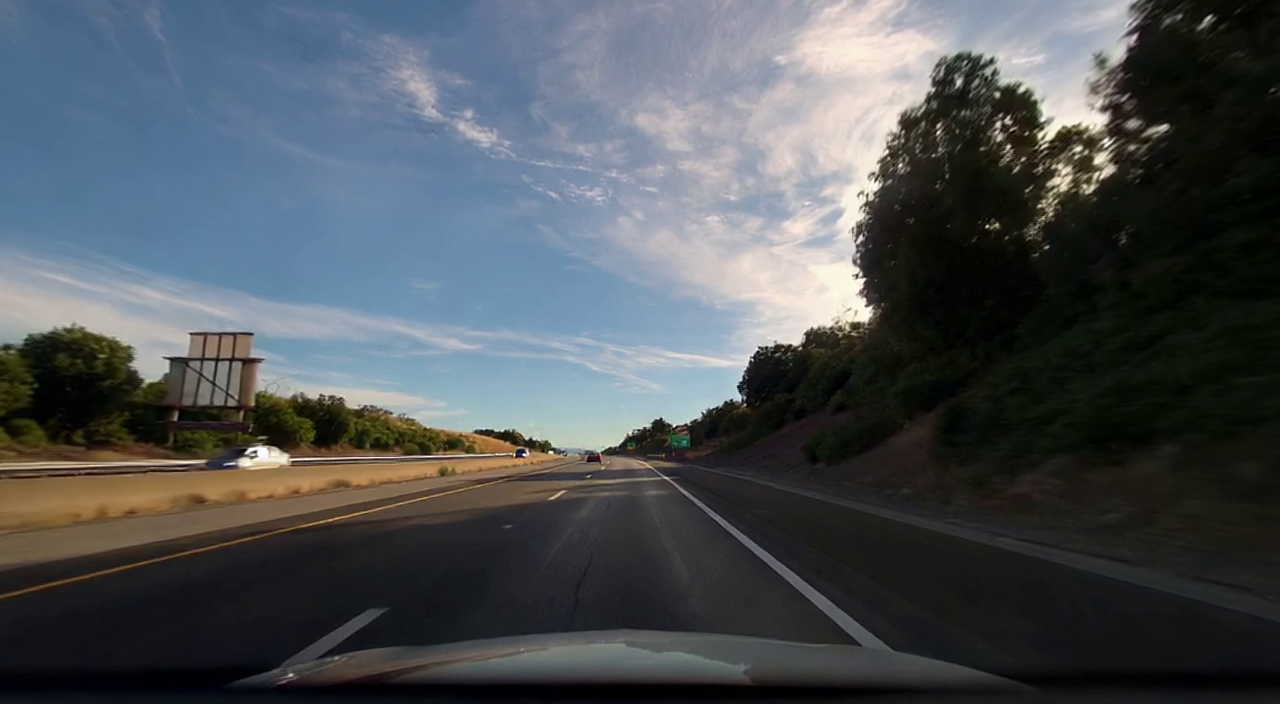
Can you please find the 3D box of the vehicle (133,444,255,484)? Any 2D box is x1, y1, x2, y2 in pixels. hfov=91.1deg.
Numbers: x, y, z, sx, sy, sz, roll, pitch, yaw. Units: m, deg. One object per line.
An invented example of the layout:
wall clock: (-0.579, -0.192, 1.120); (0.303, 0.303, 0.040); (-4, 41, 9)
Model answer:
vehicle: (-17.858, 4.497, 25.472); (1.842, 1.446, 4.224); (0, -9, 0)
